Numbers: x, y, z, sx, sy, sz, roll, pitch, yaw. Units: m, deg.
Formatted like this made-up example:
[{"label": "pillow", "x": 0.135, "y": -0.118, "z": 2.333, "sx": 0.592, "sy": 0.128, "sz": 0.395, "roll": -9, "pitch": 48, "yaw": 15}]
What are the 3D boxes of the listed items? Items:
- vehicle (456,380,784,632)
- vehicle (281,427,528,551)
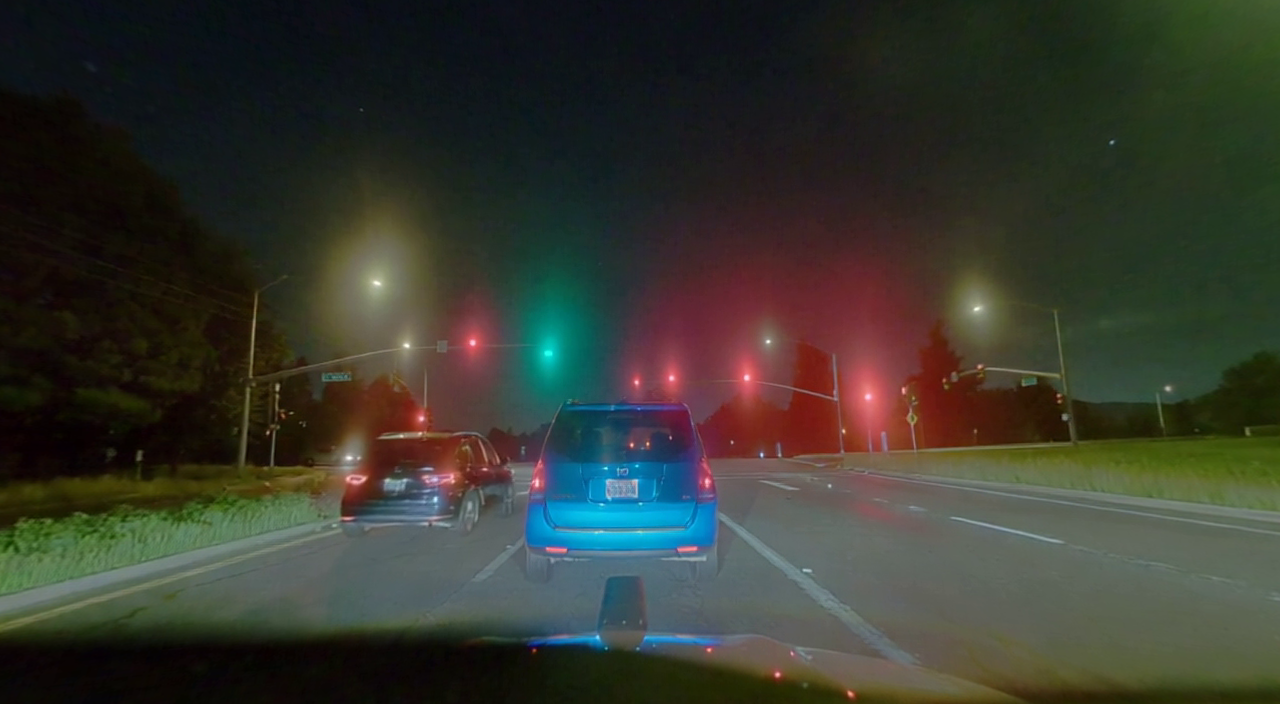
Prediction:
[{"label": "vehicle", "x": -0.162, "y": 1.385, "z": 6.598, "sx": 2.298, "sy": 1.770, "sz": 4.138, "roll": 0, "pitch": -8, "yaw": -1}, {"label": "vehicle", "x": -3.356, "y": 2.067, "z": 10.362, "sx": 2.061, "sy": 1.504, "sz": 5.142, "roll": 0, "pitch": -8, "yaw": 0}]
